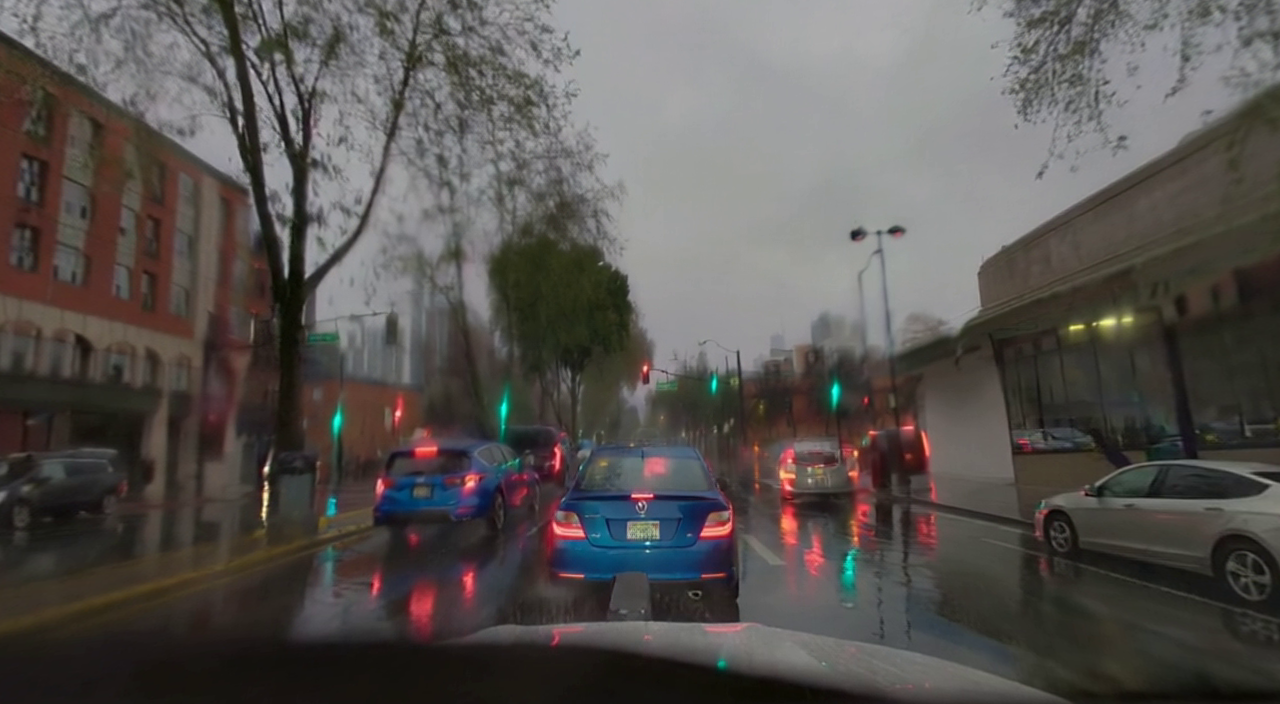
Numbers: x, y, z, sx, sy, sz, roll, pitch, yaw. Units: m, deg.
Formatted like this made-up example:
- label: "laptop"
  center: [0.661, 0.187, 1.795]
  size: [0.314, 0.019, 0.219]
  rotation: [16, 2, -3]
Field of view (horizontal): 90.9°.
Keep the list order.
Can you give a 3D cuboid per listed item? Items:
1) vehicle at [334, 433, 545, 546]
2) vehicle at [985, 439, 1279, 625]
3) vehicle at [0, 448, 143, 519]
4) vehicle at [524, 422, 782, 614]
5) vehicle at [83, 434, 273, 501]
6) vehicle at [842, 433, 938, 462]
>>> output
- label: "vehicle"
  center: [-3.009, 2.162, 10.567]
  size: [2.131, 1.486, 4.089]
  rotation: [0, -9, 1]
- label: "vehicle"
  center: [5.985, 1.702, 6.864]
  size: [1.873, 1.453, 4.579]
  rotation: [0, -9, 0]
- label: "vehicle"
  center: [-16.230, 3.445, 17.006]
  size: [1.914, 1.690, 4.461]
  rotation: [0, -9, 1]
- label: "vehicle"
  center: [0.093, 1.580, 6.806]
  size: [2.022, 1.481, 3.564]
  rotation: [0, -9, 0]
- label: "vehicle"
  center: [-16.153, 4.058, 22.662]
  size: [2.195, 2.053, 5.980]
  rotation: [0, -9, 1]
- label: "vehicle"
  center: [16.398, 6.271, 41.501]
  size: [5.345, 1.811, 2.175]
  rotation: [0, -9, -1]
